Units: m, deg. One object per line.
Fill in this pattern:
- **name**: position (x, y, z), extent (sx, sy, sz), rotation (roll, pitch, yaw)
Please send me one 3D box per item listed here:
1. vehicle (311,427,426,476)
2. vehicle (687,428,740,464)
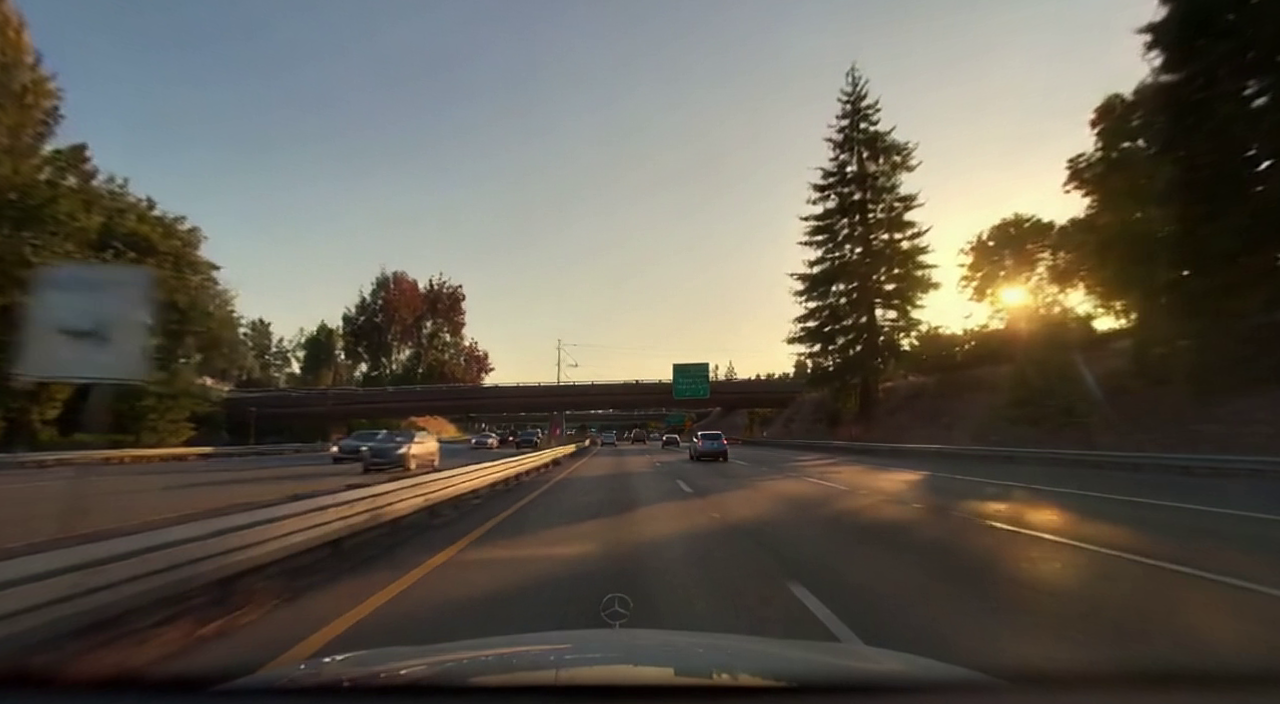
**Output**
- **vehicle**: position (-8.952, 3.294, 21.282), extent (1.987, 1.445, 4.485), rotation (0, -8, -1)
- **vehicle**: position (3.444, 4.466, 30.178), extent (1.938, 1.578, 3.764), rotation (0, -8, -3)
